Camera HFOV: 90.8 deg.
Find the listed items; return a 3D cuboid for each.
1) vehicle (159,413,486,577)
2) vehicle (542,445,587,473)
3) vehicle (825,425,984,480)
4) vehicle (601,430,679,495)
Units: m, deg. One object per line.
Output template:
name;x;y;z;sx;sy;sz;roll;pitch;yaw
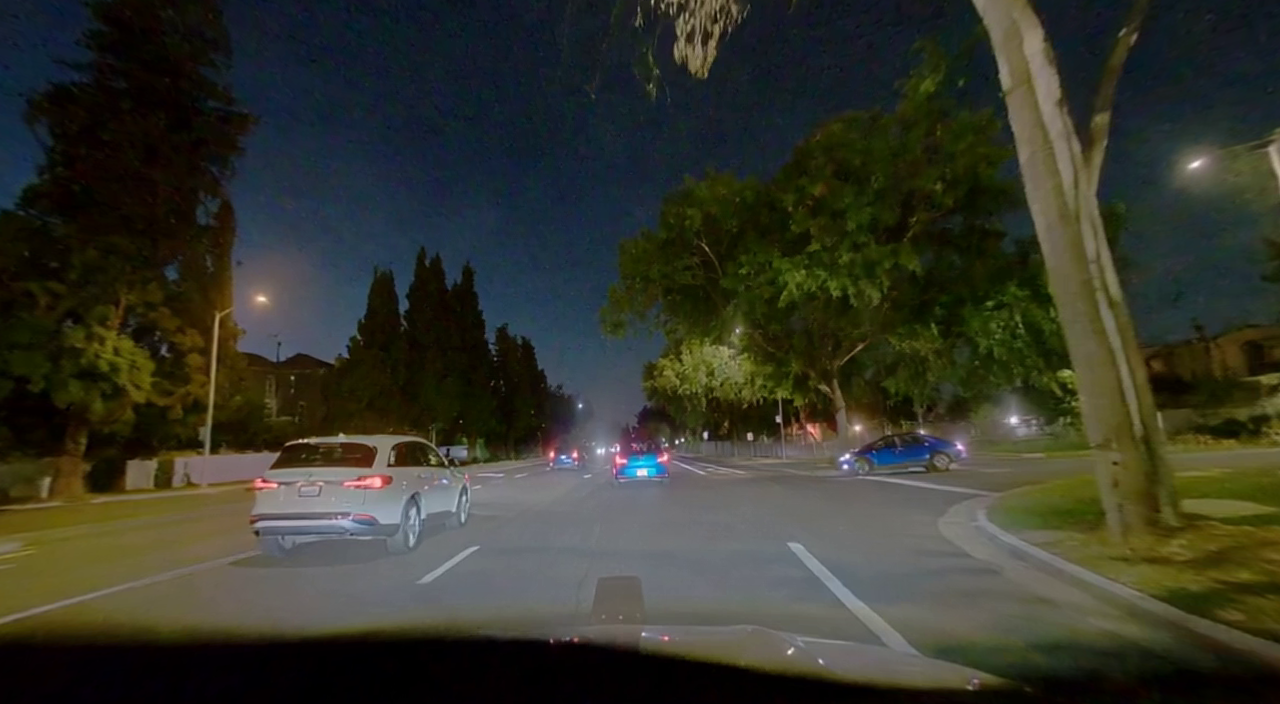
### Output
vehicle;-3.951;1.867;9.097;2.243;1.722;4.621;0;-8;1
vehicle;-4.252;6.118;36.305;2.014;1.493;4.658;0;-8;0
vehicle;8.902;3.420;21.610;4.497;1.743;1.983;0;-8;1
vehicle;-0.012;3.361;19.619;2.131;1.761;4.242;0;-8;0
